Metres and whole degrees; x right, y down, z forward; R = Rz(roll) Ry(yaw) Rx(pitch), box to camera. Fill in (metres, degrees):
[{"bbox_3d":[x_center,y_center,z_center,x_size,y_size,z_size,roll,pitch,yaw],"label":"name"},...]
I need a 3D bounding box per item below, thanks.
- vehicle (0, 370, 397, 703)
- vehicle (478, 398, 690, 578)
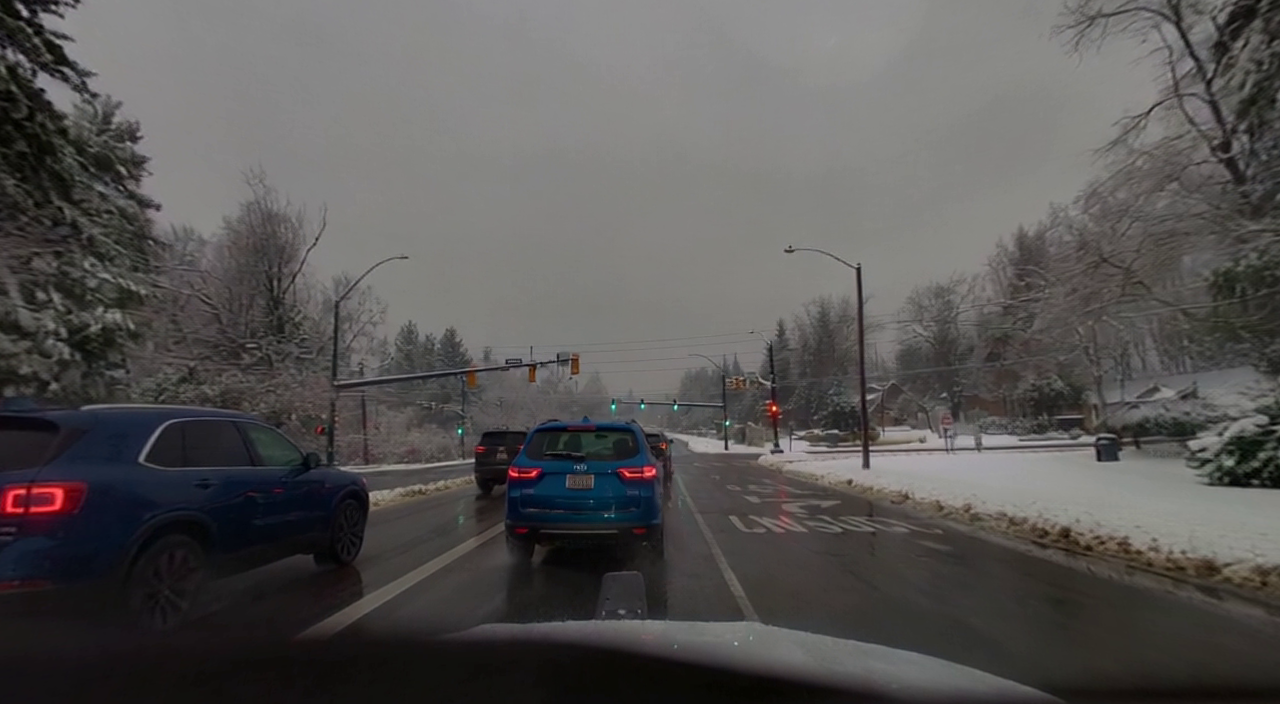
[{"bbox_3d":[-4.016,1.250,5.375,2.009,1.673,4.454,0,-8,1],"label":"vehicle"},{"bbox_3d":[-0.502,1.740,8.953,2.131,1.793,5.016,0,-8,2],"label":"vehicle"}]
